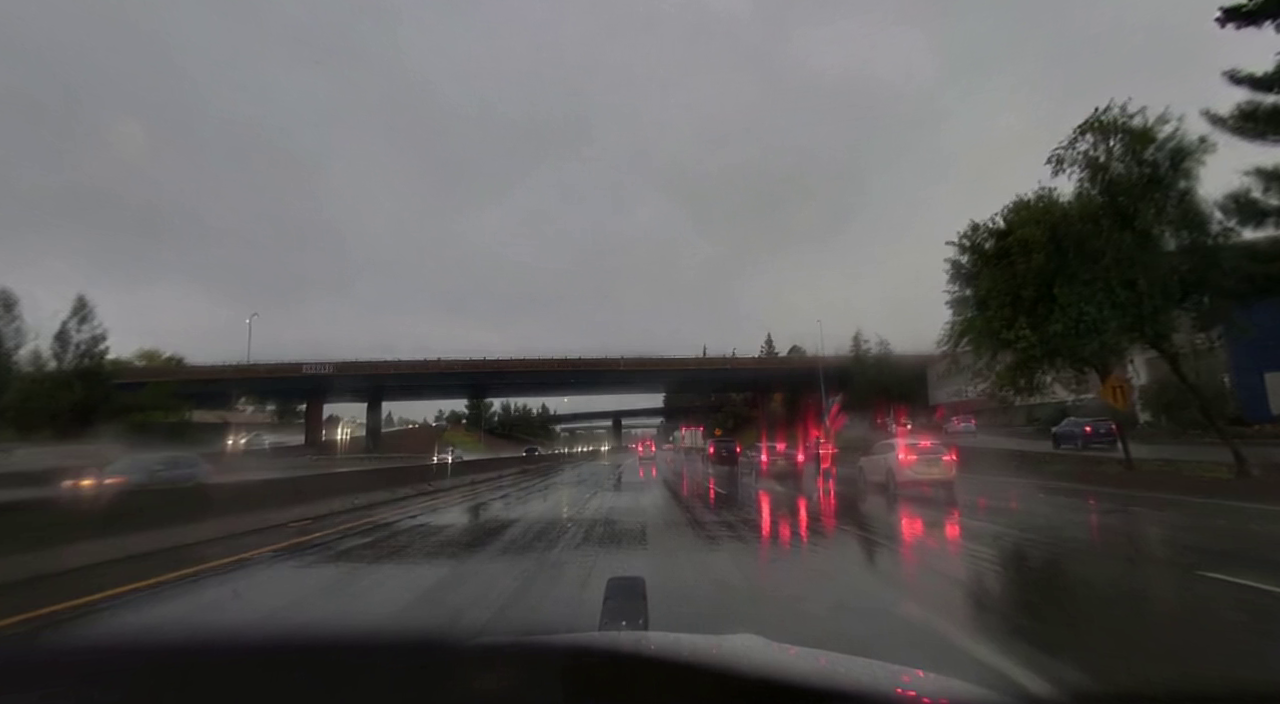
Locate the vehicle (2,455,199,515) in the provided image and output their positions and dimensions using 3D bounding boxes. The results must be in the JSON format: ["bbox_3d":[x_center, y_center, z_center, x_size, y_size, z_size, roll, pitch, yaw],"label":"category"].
[{"bbox_3d":[-15.514,3.800,18.542,1.888,1.464,4.395,0,-8,1],"label":"vehicle"}]

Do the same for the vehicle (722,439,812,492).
[{"bbox_3d":[3.895,3.540,20.113,1.902,1.481,4.451,0,-8,0],"label":"vehicle"}]

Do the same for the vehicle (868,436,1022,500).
[{"bbox_3d":[7.878,3.022,16.860,1.919,1.476,4.303,0,-8,-1],"label":"vehicle"}]

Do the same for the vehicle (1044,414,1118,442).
[{"bbox_3d":[31.504,5.507,45.254,2.131,1.840,4.870,-1,-8,5],"label":"vehicle"}]

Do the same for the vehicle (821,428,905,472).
[{"bbox_3d":[11.222,4.975,32.217,2.193,2.025,5.606,0,-8,0],"label":"vehicle"}]

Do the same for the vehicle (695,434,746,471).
[{"bbox_3d":[4.331,5.493,34.519,2.086,1.858,4.737,0,-8,-1],"label":"vehicle"}]

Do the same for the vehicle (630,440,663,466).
[{"bbox_3d":[0.452,6.877,43.025,2.124,1.639,4.122,0,-8,0],"label":"vehicle"}]
